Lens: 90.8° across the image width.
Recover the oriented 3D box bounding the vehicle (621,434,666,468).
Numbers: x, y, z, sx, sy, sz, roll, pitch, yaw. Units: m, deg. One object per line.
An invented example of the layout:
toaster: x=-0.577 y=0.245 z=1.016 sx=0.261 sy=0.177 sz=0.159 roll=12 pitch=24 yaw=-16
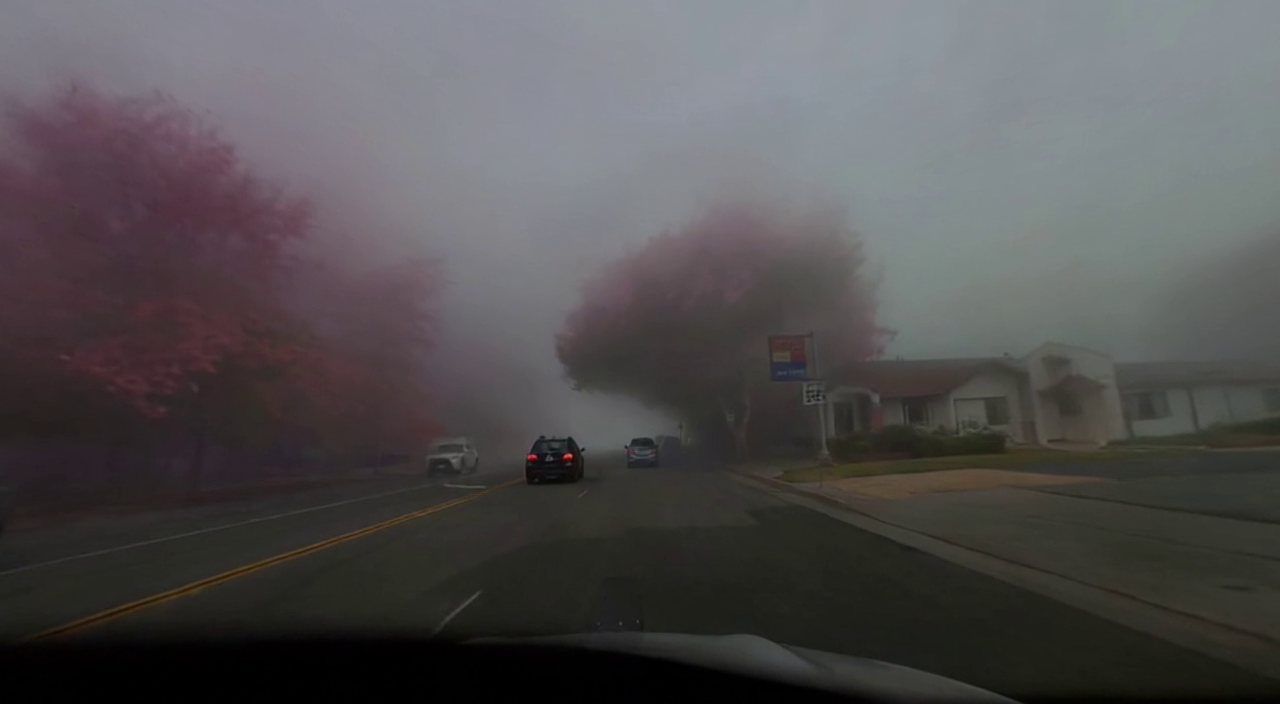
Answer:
vehicle: x=0.113 y=5.535 z=35.500 sx=2.376 sy=1.801 sz=4.317 roll=0 pitch=-8 yaw=-1

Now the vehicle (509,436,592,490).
vehicle: x=-2.912 y=3.710 z=21.520 sx=2.167 sy=1.634 sz=4.220 roll=0 pitch=-8 yaw=0

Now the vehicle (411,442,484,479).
vehicle: x=-9.922 y=5.632 z=33.055 sx=2.147 sy=1.741 sz=5.166 roll=0 pitch=-8 yaw=0

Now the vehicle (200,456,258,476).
vehicle: x=-31.504 y=8.736 z=48.504 sx=3.340 sy=1.400 sz=1.578 roll=-1 pitch=-8 yaw=-1
